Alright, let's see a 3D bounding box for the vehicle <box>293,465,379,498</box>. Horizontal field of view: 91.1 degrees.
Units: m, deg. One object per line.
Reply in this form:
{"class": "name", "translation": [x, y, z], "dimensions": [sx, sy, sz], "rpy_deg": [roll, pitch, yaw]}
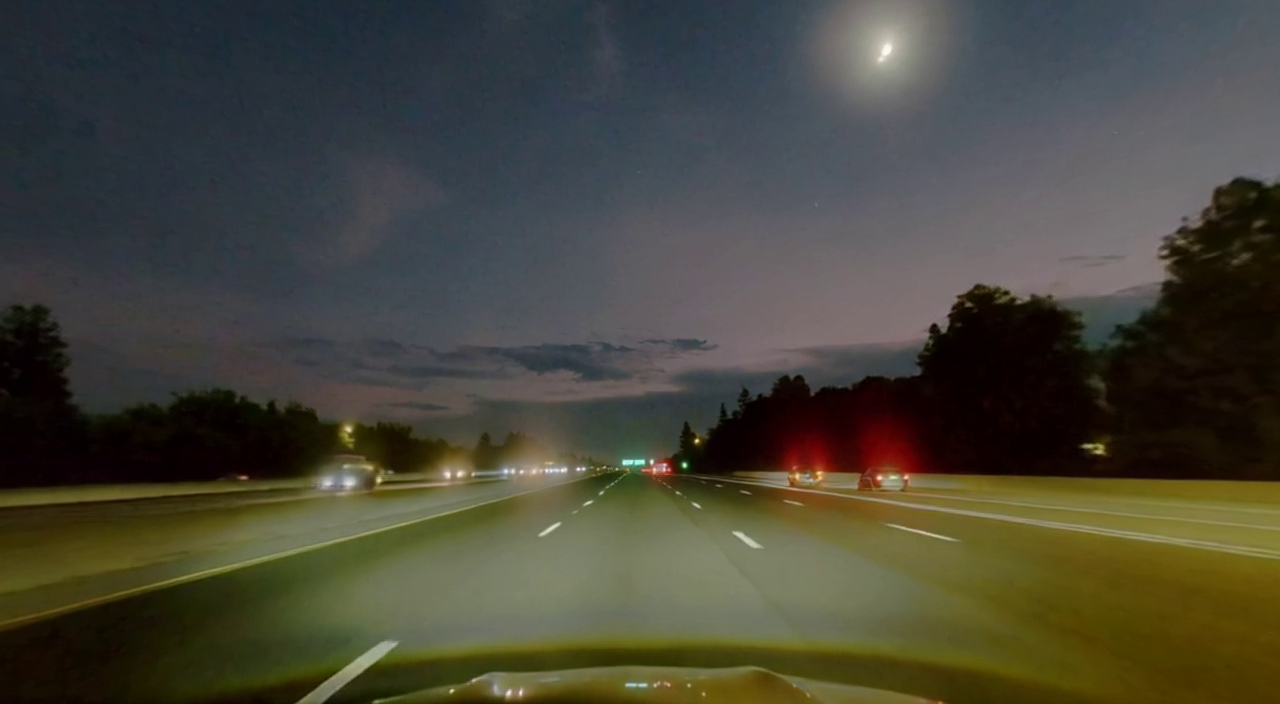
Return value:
{"class": "vehicle", "translation": [-16.941, 7.227, 35.437], "dimensions": [1.944, 1.648, 5.787], "rpy_deg": [1, -10, 0]}
